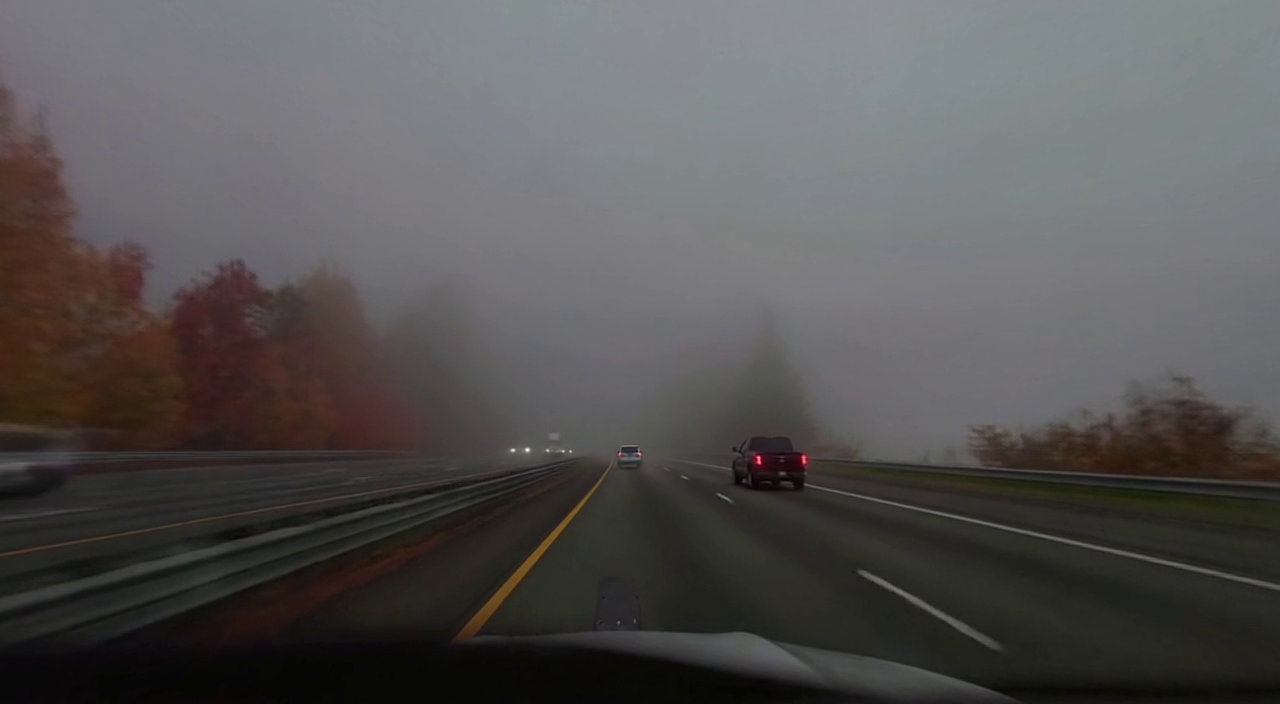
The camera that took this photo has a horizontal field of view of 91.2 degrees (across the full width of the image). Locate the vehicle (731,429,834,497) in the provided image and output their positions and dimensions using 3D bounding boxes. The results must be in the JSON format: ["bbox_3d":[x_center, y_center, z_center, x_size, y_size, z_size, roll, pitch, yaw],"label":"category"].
[{"bbox_3d":[4.025,3.220,18.504,1.982,1.745,4.151,0,-9,-1],"label":"vehicle"}]

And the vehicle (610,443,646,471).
[{"bbox_3d":[-0.761,6.680,40.037,2.151,1.693,4.201,0,-9,-1],"label":"vehicle"}]
